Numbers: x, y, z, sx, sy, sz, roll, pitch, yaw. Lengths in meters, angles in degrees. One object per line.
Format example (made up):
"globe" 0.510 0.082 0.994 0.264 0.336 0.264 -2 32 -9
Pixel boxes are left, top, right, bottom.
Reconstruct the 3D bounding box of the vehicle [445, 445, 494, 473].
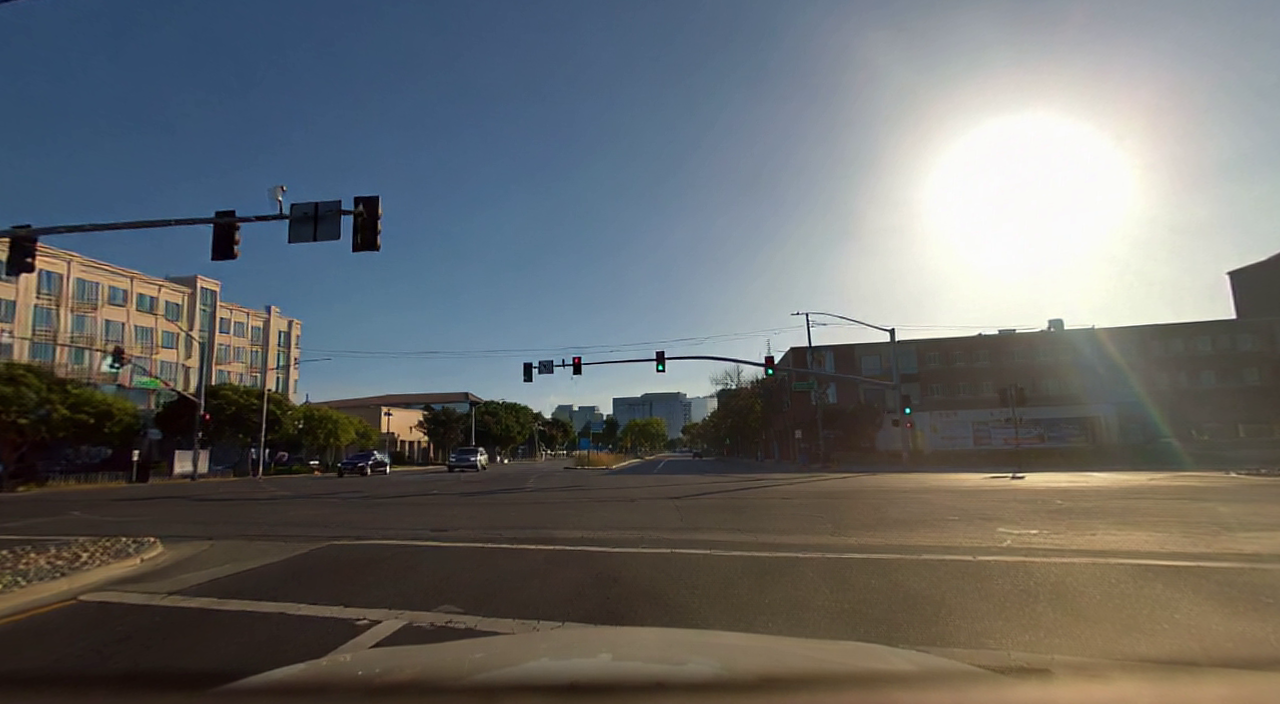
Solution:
"vehicle" -12.162 7.665 45.432 2.151 1.847 4.634 0 -9 0

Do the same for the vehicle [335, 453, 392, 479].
"vehicle" -18.858 7.752 43.255 1.933 1.664 4.255 0 -9 1
